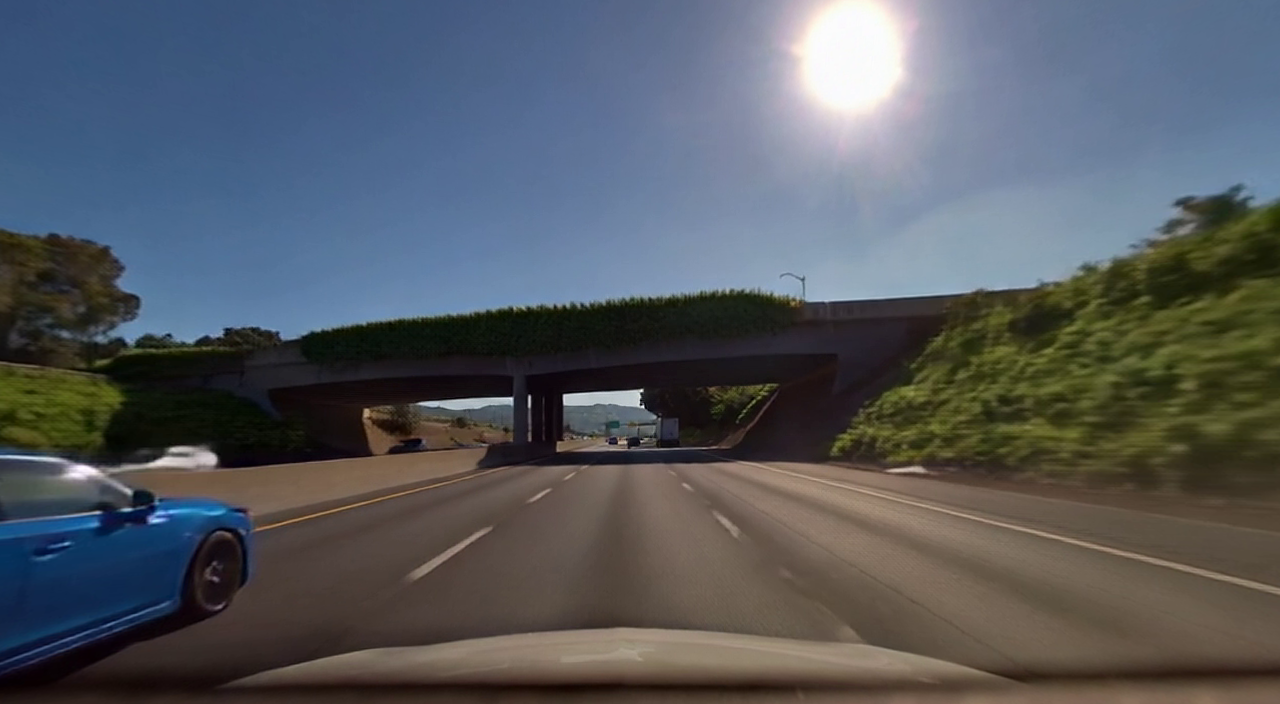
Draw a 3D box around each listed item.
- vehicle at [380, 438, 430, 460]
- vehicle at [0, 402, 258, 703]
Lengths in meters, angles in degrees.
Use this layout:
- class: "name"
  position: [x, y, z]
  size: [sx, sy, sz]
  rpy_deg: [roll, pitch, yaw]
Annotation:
- class: "vehicle"
  position: [-17.041, 7.007, 45.907]
  size: [1.922, 1.482, 4.386]
  rpy_deg: [0, -8, 0]
- class: "vehicle"
  position: [-3.965, 0.960, 2.822]
  size: [1.981, 1.475, 4.084]
  rpy_deg: [0, -8, -1]
